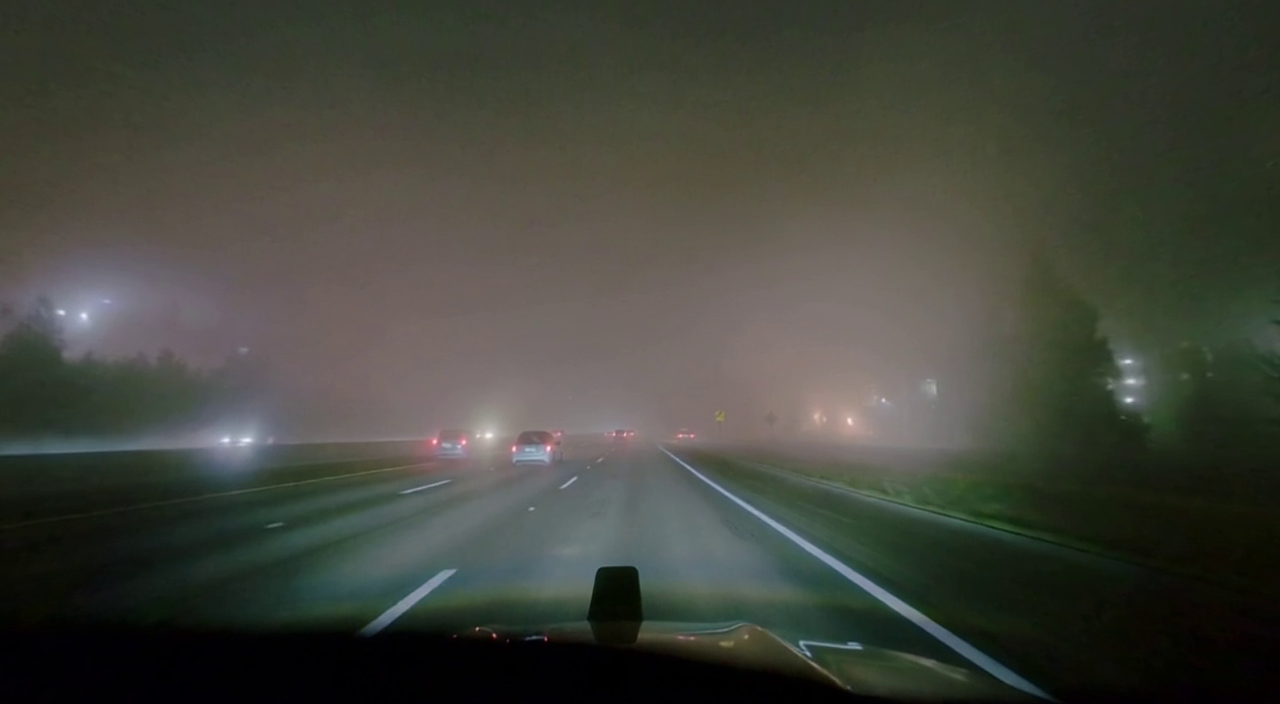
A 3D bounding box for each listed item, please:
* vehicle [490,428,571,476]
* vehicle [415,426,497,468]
[{"bbox_3d":[-3.746,3.502,22.345,1.996,1.490,4.571,0,-8,1],"label":"vehicle"},{"bbox_3d":[-7.412,3.861,25.832,1.985,1.575,4.453,0,-8,1],"label":"vehicle"}]
